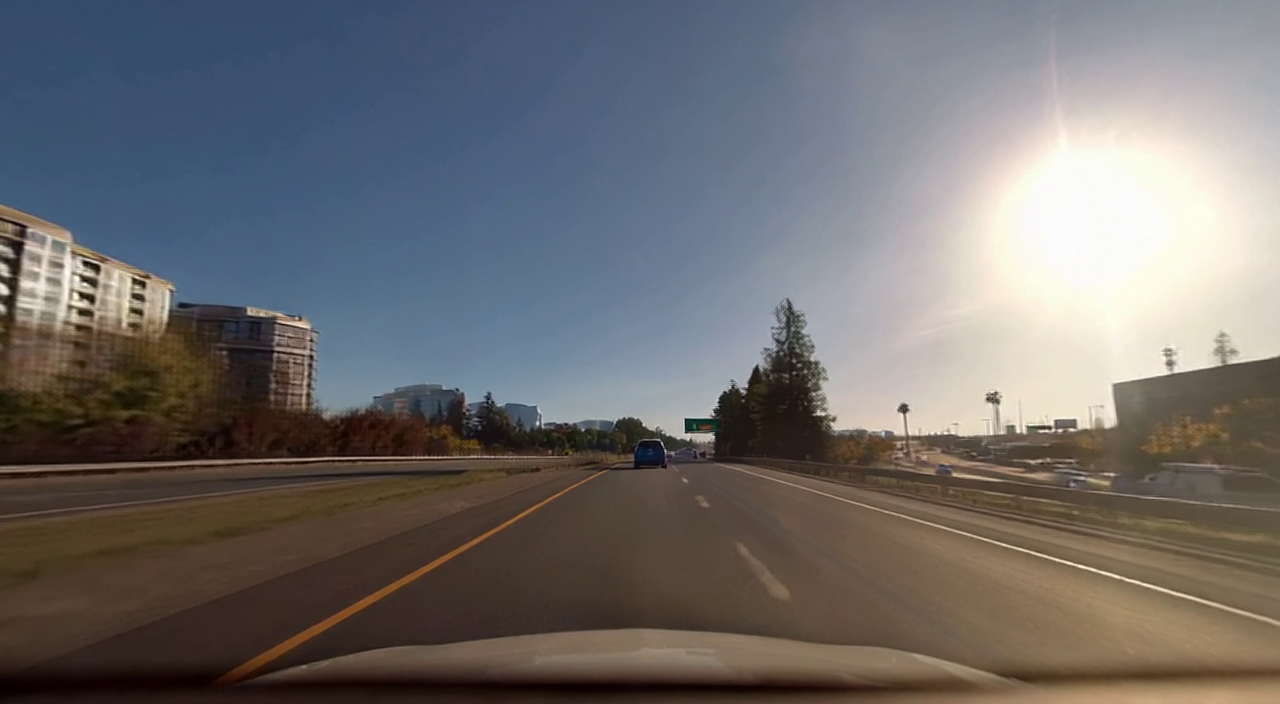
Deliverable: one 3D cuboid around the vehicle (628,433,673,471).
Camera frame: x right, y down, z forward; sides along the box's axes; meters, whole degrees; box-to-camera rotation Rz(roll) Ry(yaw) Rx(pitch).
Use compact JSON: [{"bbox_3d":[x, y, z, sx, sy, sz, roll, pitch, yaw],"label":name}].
[{"bbox_3d":[0.661,6.006,37.820,2.546,2.126,5.153,0,-8,2],"label":"vehicle"}]
